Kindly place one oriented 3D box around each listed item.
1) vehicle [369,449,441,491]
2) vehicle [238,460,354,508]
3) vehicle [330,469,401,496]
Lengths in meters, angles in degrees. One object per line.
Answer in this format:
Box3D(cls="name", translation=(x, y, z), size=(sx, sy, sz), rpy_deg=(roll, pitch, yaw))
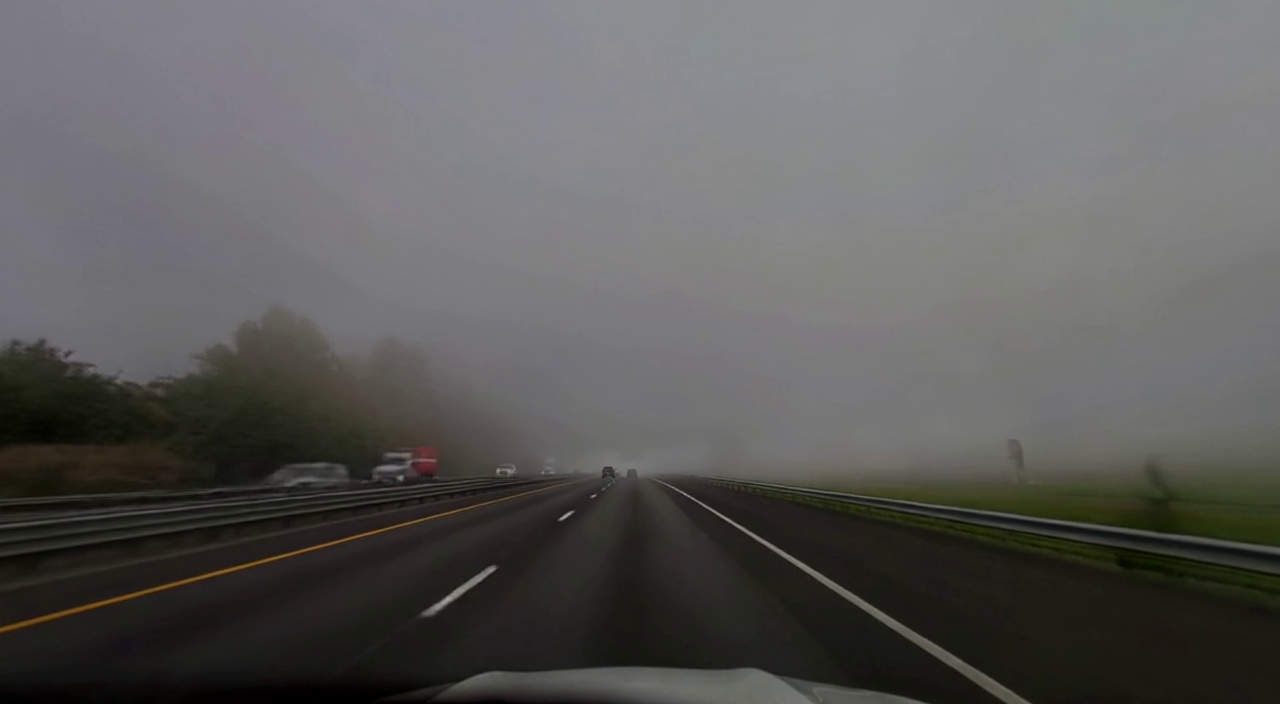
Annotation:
Box3D(cls="vehicle", translation=(-16.444, 8.343, 44.548), size=(2.614, 2.682, 5.913), rpy_deg=(0, -10, 2))
Box3D(cls="vehicle", translation=(-11.578, 4.471, 21.540), size=(1.784, 1.437, 3.855), rpy_deg=(1, -10, 0))
Box3D(cls="vehicle", translation=(-16.392, 7.793, 37.921), size=(2.063, 1.449, 4.723), rpy_deg=(1, -10, 0))
